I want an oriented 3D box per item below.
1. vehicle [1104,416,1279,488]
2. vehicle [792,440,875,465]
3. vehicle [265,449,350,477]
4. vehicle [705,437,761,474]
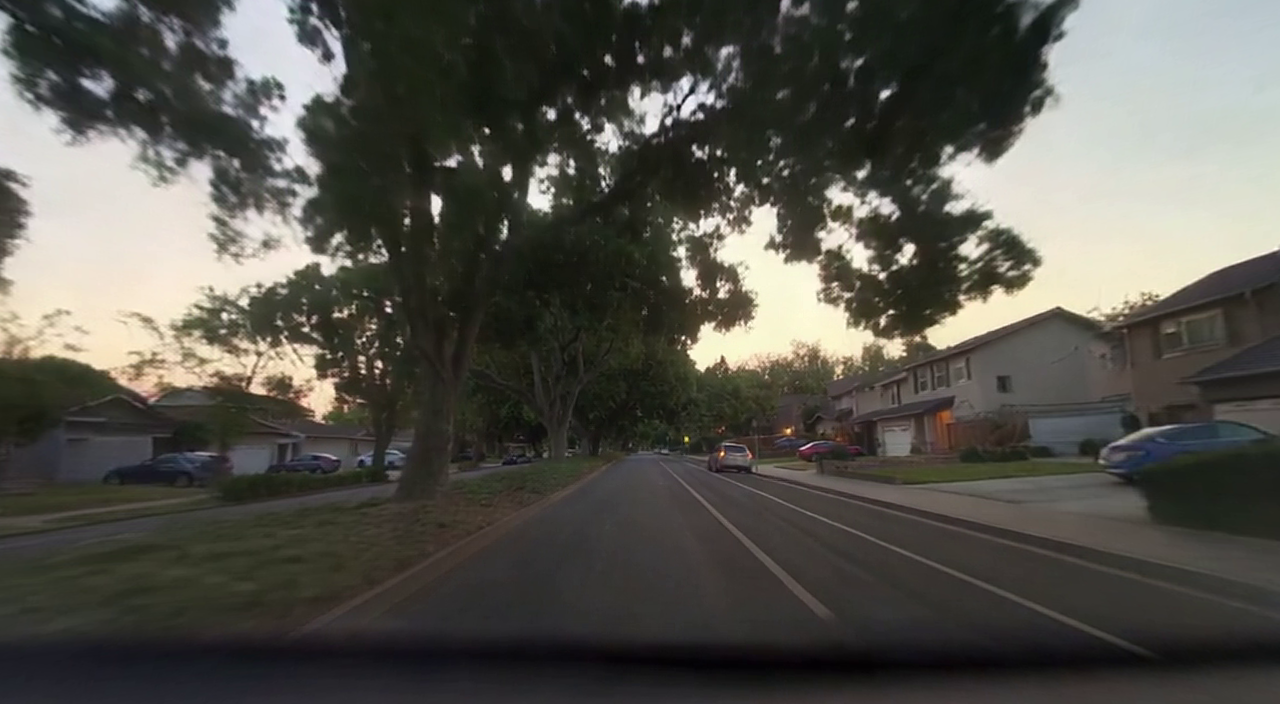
[{"bbox_3d":[13.942,2.285,14.833,4.570,1.502,1.877,-1,-7,-1],"label":"vehicle"},{"bbox_3d":[12.135,6.306,39.755,4.577,1.490,1.903,0,-8,0],"label":"vehicle"},{"bbox_3d":[-21.079,7.039,40.190,4.272,1.688,1.990,0,-8,-1],"label":"vehicle"},{"bbox_3d":[4.884,5.527,33.981,2.196,1.801,4.778,0,-8,-1],"label":"vehicle"}]
